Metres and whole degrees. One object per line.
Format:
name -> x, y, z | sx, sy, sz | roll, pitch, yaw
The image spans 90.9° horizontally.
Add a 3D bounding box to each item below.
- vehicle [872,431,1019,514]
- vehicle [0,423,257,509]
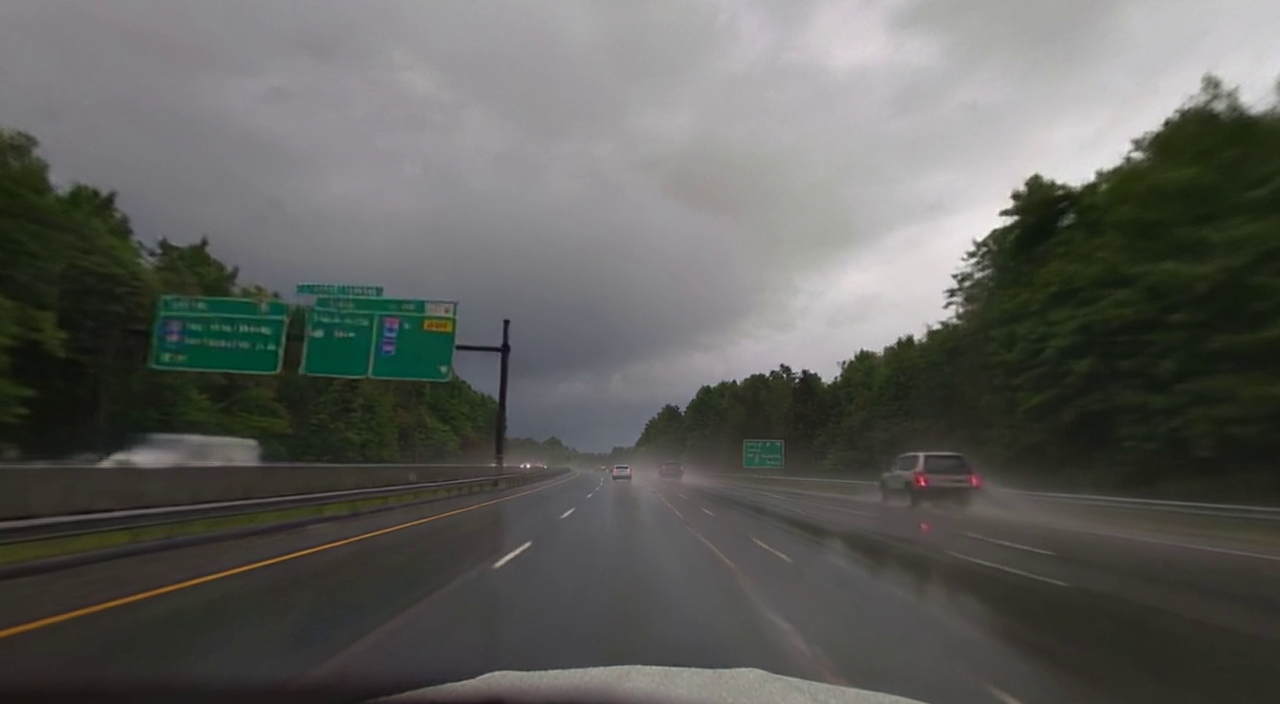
vehicle -> 11.551, 4.674, 24.575 | 2.398, 2.721, 6.295 | 1, -11, -1
vehicle -> -10.647, 2.453, 13.558 | 1.965, 1.501, 4.441 | 1, -10, 0
